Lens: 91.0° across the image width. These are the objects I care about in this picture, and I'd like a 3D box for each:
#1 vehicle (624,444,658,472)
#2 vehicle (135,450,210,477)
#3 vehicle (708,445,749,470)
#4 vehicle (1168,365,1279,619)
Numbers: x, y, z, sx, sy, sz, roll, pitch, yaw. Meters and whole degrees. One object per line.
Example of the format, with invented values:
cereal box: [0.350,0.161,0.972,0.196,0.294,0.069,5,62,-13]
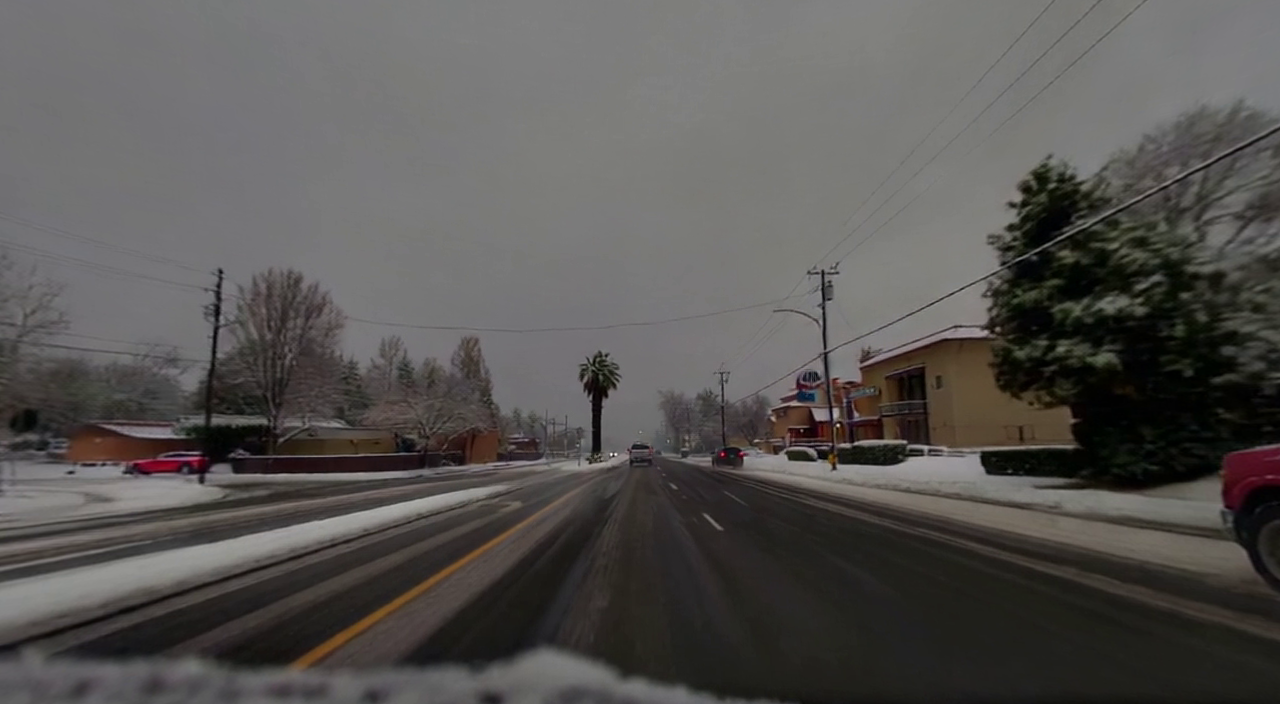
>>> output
vehicle: [0.059,6.979,41.512,2.138,1.702,4.168,0,-9,0]
vehicle: [-34.934,8.320,47.229,1.888,1.754,4.488,-5,-9,7]
vehicle: [6.292,7.576,45.468,2.252,1.718,4.617,0,-9,0]
vehicle: [5.953,0.846,3.409,2.355,1.889,4.392,0,-9,1]
